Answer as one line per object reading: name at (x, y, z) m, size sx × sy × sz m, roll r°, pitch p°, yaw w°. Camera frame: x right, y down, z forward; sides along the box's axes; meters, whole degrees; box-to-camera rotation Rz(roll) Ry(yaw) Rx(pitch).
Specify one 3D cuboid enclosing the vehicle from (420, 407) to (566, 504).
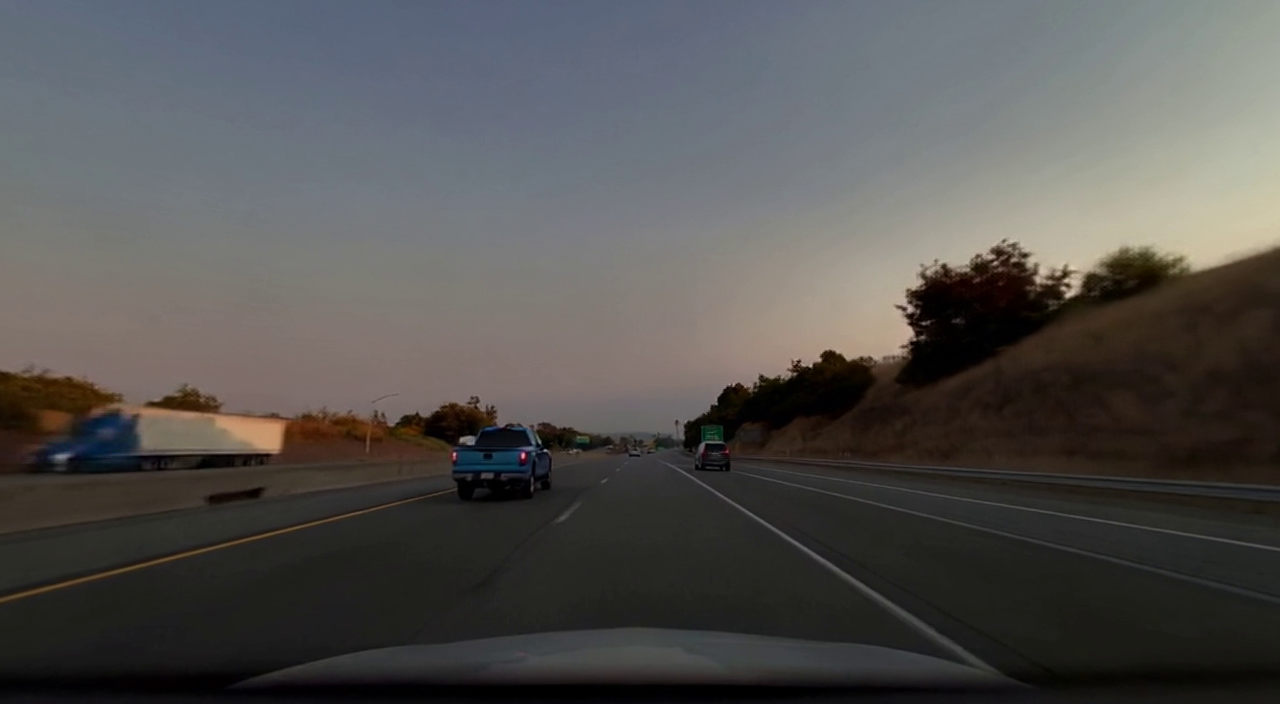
vehicle at (-3.732, 2.858, 17.640) m, size 2.496 × 2.203 × 6.317 m, roll 0°, pitch -9°, yaw 1°

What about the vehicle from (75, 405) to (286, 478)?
vehicle at (-30.565, 6.266, 43.609) m, size 2.928 × 4.127 × 14.720 m, roll 0°, pitch -9°, yaw 3°

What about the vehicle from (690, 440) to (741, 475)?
vehicle at (3.788, 5.379, 32.278) m, size 2.095 × 1.668 × 4.135 m, roll 0°, pitch -9°, yaw 1°

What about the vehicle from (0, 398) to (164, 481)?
vehicle at (-30.940, 4.881, 34.928) m, size 3.036 × 4.070 × 6.933 m, roll 0°, pitch -9°, yaw 4°
